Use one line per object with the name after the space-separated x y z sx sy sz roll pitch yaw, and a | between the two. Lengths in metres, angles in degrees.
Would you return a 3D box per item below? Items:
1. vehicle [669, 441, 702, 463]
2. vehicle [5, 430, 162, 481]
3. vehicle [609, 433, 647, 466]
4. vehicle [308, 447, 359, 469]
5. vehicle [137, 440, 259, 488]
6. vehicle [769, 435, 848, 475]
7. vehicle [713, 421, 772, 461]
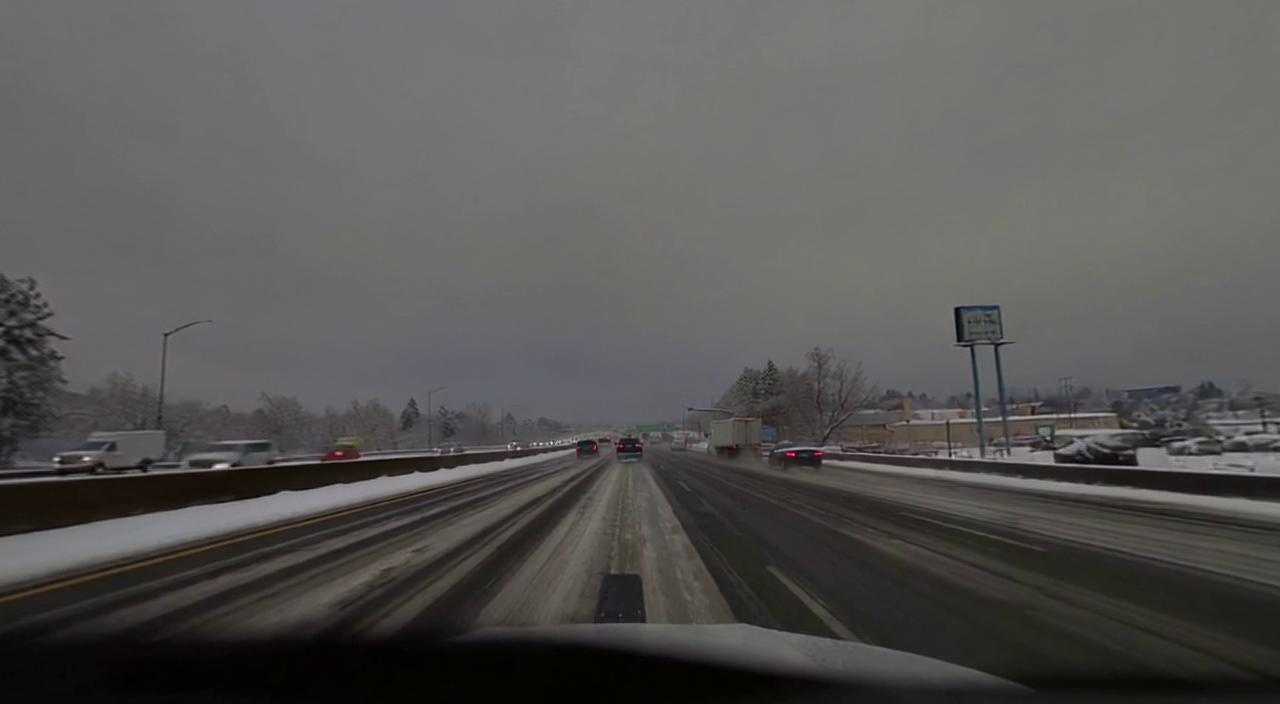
2.979 6.621 41.954 1.816 1.353 3.809 0 -9 -2 | vehicle
-29.532 5.520 33.971 2.378 2.420 6.571 0 -9 0 | vehicle
-0.672 5.489 35.641 2.002 1.759 4.658 0 -9 -1 | vehicle
-22.242 7.682 45.966 1.892 1.447 3.595 0 -9 -1 | vehicle
-14.109 3.574 20.392 1.546 1.405 3.307 0 -9 -1 | vehicle
6.682 4.144 25.588 1.879 1.428 4.402 0 -9 -2 | vehicle
6.824 6.109 42.969 2.790 2.473 6.815 0 -9 0 | vehicle
